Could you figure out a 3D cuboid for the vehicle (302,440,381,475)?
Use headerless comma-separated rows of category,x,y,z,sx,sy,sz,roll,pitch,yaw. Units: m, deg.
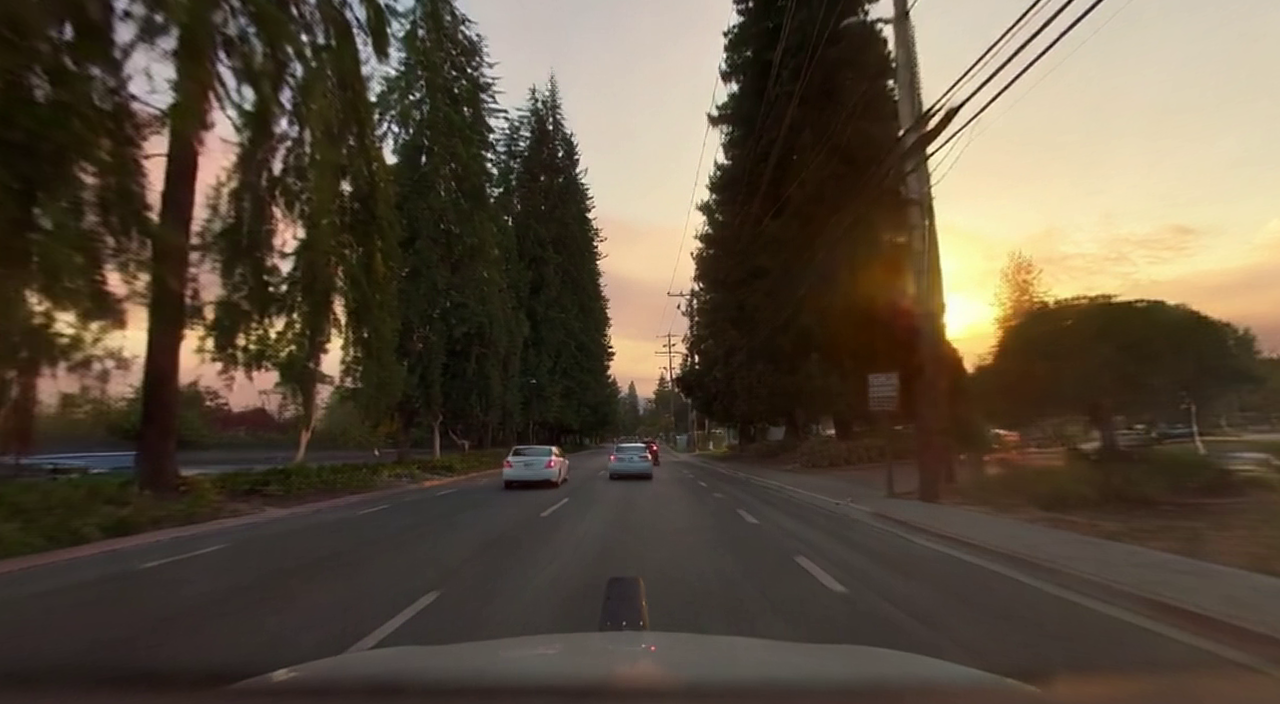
vehicle,-16.119,5.697,34.221,2.061,1.772,4.501,0,-8,1

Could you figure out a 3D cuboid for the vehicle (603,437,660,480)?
vehicle,-0.284,4.027,24.025,1.991,1.463,3.988,0,-8,0
